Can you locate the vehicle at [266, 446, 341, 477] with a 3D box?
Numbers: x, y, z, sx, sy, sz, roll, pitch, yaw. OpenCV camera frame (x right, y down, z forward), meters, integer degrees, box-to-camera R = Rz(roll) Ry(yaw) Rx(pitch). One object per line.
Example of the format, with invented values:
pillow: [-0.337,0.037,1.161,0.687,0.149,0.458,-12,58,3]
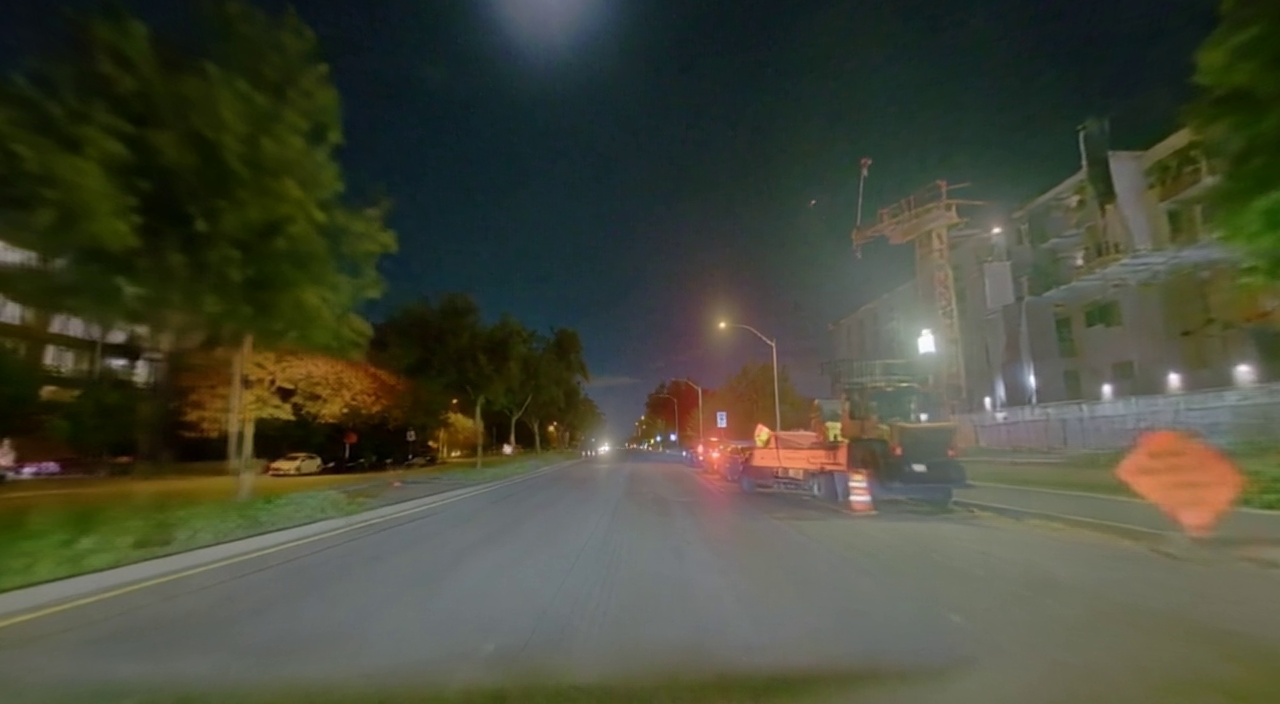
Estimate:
vehicle: [-21.579,7.021,40.675,1.986,1.805,5.444,0,-8,-2]

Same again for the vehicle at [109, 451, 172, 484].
vehicle: [-28.779,6.559,36.244,4.514,1.692,2.108,-8,-11,44]

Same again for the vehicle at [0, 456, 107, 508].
vehicle: [-21.742,4.548,22.477,1.832,1.583,4.083,0,-8,0]

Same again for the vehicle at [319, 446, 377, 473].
vehicle: [-21.600,7.966,46.888,2.027,1.855,4.908,0,-8,-2]

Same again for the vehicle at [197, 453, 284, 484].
vehicle: [-21.600,6.264,34.283,1.811,1.480,4.425,0,-8,0]

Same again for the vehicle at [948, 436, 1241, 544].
vehicle: [7.433,2.248,11.028,1.933,1.483,4.330,0,-8,1]

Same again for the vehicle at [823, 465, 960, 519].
vehicle: [4.996,2.800,12.837,1.973,0.903,2.151,0,-8,3]

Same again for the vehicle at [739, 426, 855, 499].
vehicle: [4.356,3.164,18.419,2.050,1.832,4.794,0,-8,-1]
